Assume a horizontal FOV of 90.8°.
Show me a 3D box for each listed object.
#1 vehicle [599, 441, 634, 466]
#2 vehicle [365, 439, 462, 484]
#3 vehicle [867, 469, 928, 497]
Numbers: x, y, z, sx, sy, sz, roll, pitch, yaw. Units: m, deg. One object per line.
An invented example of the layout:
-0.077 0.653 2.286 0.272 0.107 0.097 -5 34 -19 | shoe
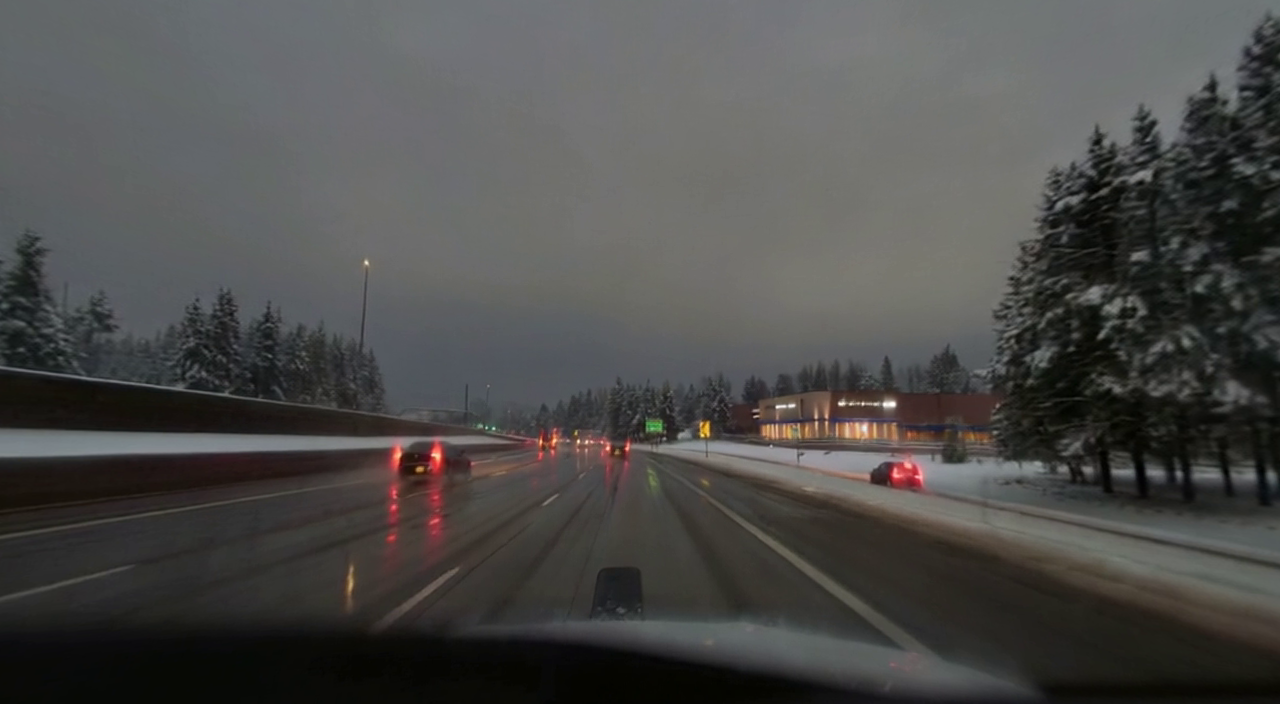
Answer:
-1.417 6.146 38.391 2.038 1.414 4.357 0 -9 -2 | vehicle
-8.098 3.952 23.040 2.009 1.454 4.250 0 -9 -1 | vehicle
18.834 9.607 46.453 2.023 1.782 4.193 2 -9 -12 | vehicle
